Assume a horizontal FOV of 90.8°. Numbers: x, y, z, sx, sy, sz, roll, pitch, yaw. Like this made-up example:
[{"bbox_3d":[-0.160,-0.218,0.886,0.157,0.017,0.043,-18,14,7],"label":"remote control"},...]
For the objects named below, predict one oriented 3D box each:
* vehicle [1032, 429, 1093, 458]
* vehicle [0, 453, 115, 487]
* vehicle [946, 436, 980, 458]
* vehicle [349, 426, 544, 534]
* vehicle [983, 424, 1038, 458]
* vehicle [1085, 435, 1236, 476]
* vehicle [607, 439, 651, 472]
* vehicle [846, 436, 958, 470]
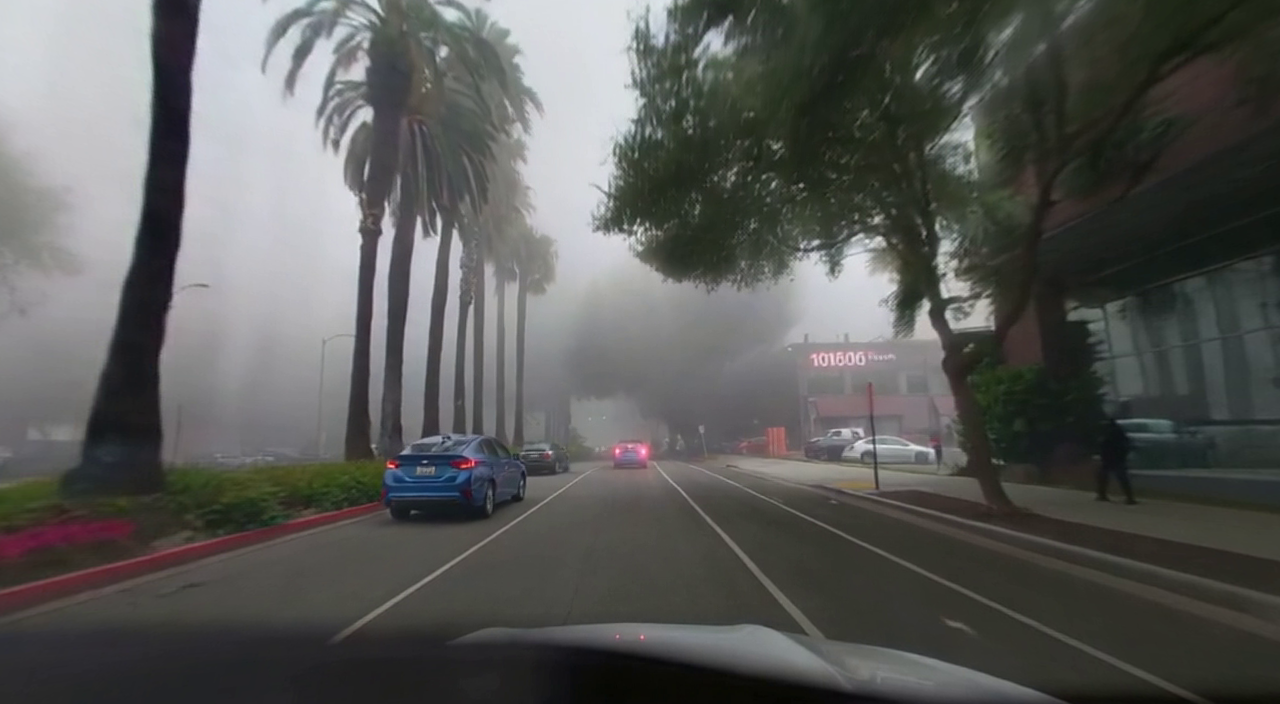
[{"bbox_3d":[26.451,5.773,39.730,1.982,1.694,4.676,-3,-9,19],"label":"vehicle"},{"bbox_3d":[-30.770,6.188,33.437,1.888,1.625,4.699,0,-8,1],"label":"vehicle"},{"bbox_3d":[23.808,6.997,46.647,1.842,1.501,3.588,-4,-9,23],"label":"vehicle"},{"bbox_3d":[-3.150,2.183,11.413,2.071,1.544,4.383,0,-8,1],"label":"vehicle"},{"bbox_3d":[23.617,5.712,40.469,2.288,1.984,5.526,-4,-9,23],"label":"vehicle"},{"bbox_3d":[20.546,4.080,25.291,1.976,1.431,4.774,0,-8,0],"label":"vehicle"},{"bbox_3d":[-0.523,5.021,30.817,2.004,1.465,3.713,0,-8,0],"label":"vehicle"},{"bbox_3d":[13.159,5.087,31.865,4.749,1.522,1.905,-1,-9,-3],"label":"vehicle"}]
